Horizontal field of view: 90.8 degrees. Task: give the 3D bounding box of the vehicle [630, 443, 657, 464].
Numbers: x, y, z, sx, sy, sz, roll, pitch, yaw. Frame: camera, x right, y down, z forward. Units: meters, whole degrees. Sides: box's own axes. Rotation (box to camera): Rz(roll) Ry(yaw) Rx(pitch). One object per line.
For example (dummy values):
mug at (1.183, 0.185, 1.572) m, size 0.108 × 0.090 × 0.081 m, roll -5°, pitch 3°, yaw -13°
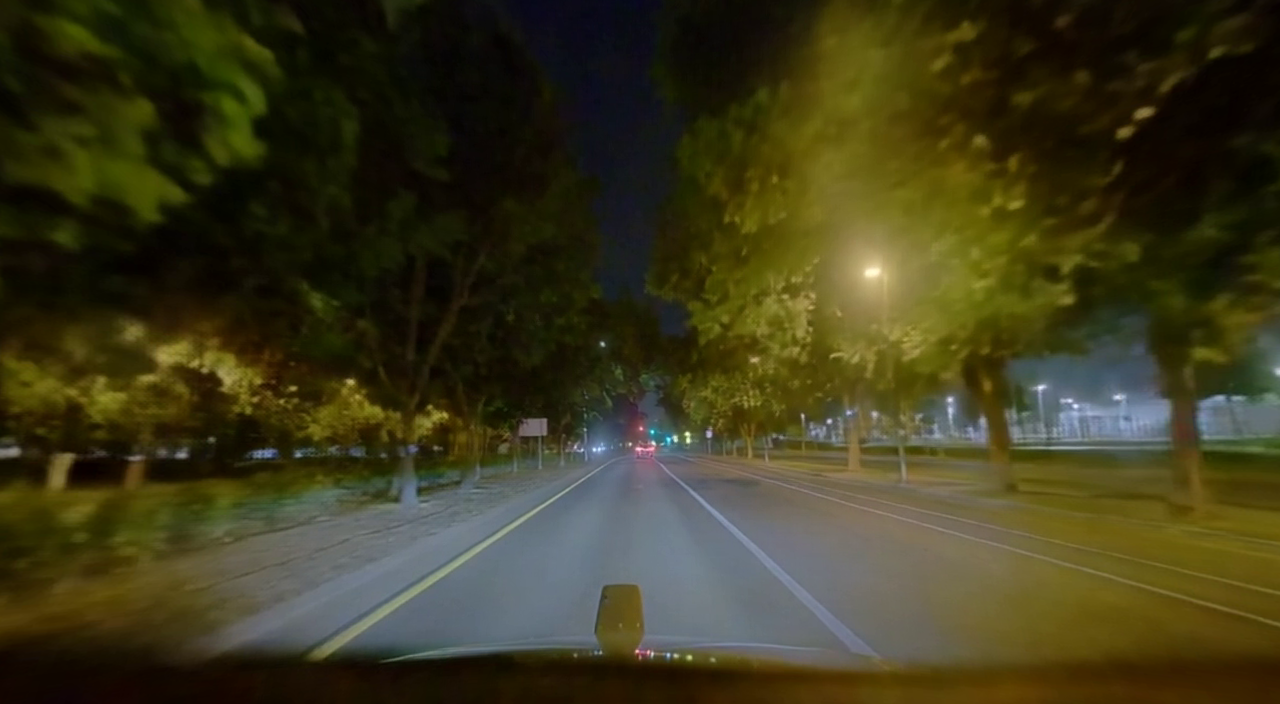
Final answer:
vehicle at (0.277, 7.946, 49.702) m, size 2.048 × 1.584 × 4.393 m, roll 0°, pitch -8°, yaw 0°
